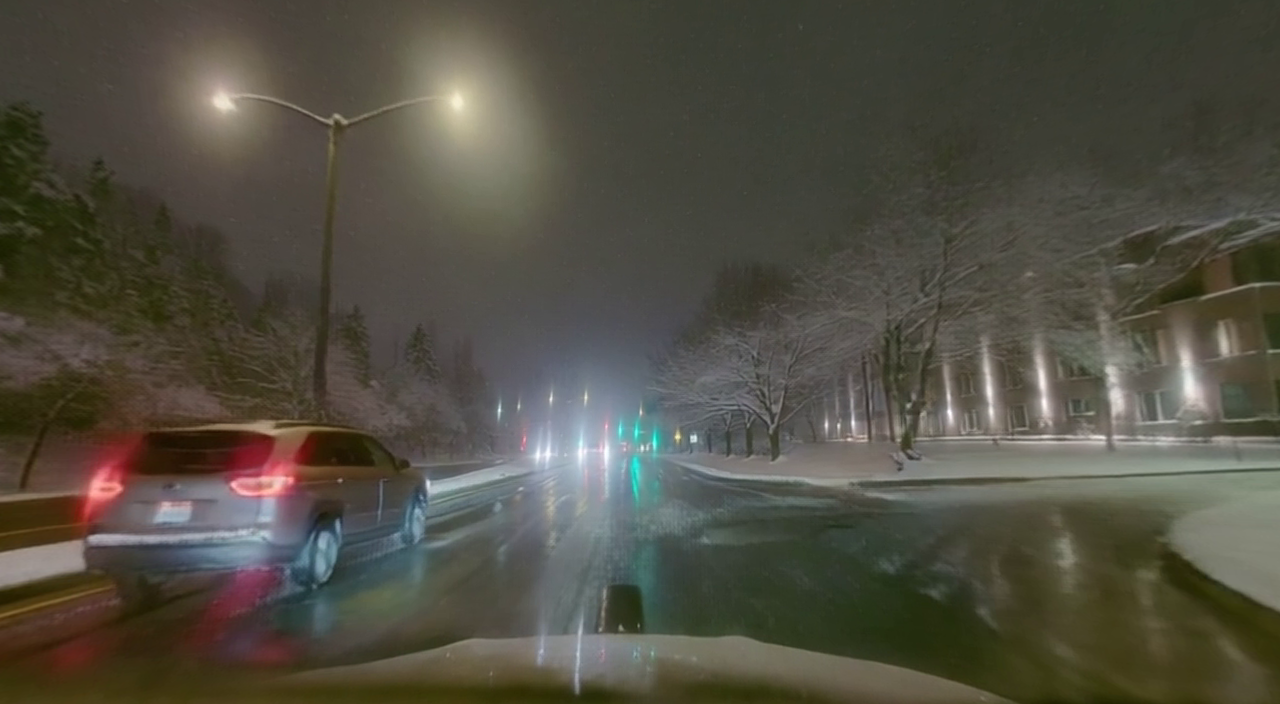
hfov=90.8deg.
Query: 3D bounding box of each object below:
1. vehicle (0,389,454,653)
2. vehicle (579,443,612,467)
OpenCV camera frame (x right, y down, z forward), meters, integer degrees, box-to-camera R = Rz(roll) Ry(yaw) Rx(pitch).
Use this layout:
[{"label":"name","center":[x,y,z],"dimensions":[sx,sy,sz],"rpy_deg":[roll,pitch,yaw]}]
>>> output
[{"label":"vehicle","center":[-3.776,1.448,6.531],"dimensions":[2.202,1.685,4.772],"rpy_deg":[0,-9,1]},{"label":"vehicle","center":[-3.415,8.023,49.398],"dimensions":[2.179,1.771,4.267],"rpy_deg":[0,-9,1]}]
